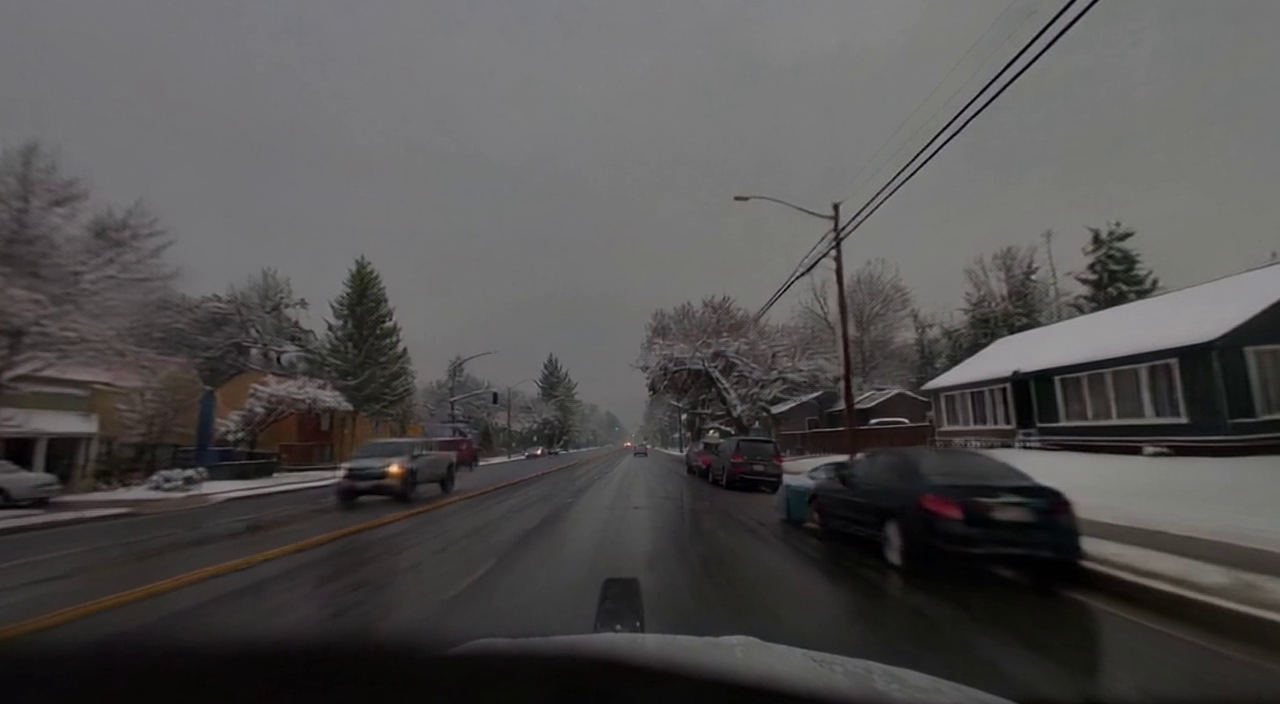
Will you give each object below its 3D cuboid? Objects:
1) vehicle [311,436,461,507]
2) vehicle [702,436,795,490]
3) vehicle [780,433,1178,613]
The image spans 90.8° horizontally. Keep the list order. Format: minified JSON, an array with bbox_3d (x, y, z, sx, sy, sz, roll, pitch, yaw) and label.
[{"bbox_3d":[-7.132,3.403,18.554,2.120,1.726,5.445,-1,-8,0],"label":"vehicle"},{"bbox_3d":[3.449,3.647,21.172,2.034,1.551,5.272,0,-9,-2],"label":"vehicle"},{"bbox_3d":[3.430,1.830,7.938,2.158,1.477,5.135,-1,-9,0],"label":"vehicle"}]
